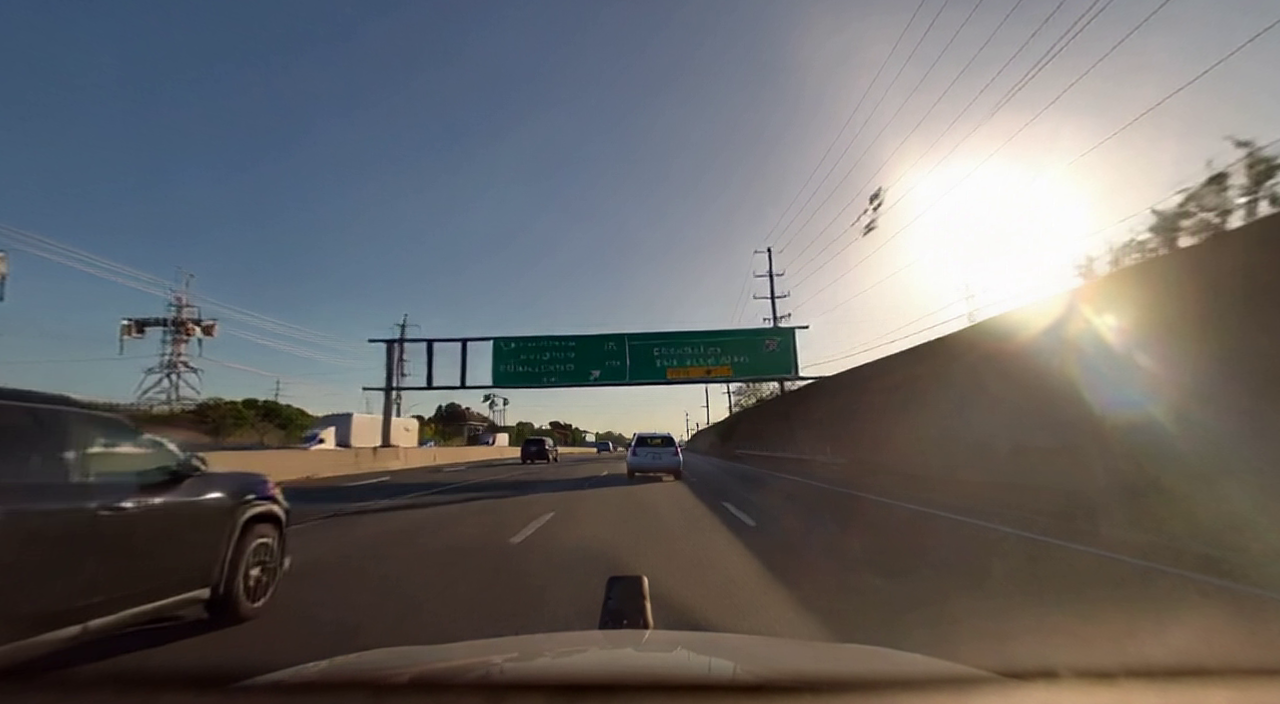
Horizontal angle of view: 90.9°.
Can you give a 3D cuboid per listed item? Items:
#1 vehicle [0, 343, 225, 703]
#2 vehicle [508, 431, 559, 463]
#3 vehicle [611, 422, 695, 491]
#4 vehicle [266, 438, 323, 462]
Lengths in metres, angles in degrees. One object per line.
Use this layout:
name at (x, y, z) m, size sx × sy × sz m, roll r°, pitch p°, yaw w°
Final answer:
vehicle at (-3.920, 0.740, 2.055) m, size 2.125 × 1.764 × 4.393 m, roll 0°, pitch -8°, yaw 0°
vehicle at (-6.485, 5.900, 39.096) m, size 2.220 × 1.841 × 4.516 m, roll 0°, pitch -8°, yaw 2°
vehicle at (0.325, 2.932, 18.010) m, size 2.134 × 1.733 × 4.049 m, roll 0°, pitch -8°, yaw 0°
vehicle at (-21.622, 6.120, 39.608) m, size 1.554 × 1.423 × 3.470 m, roll 0°, pitch -8°, yaw 0°
